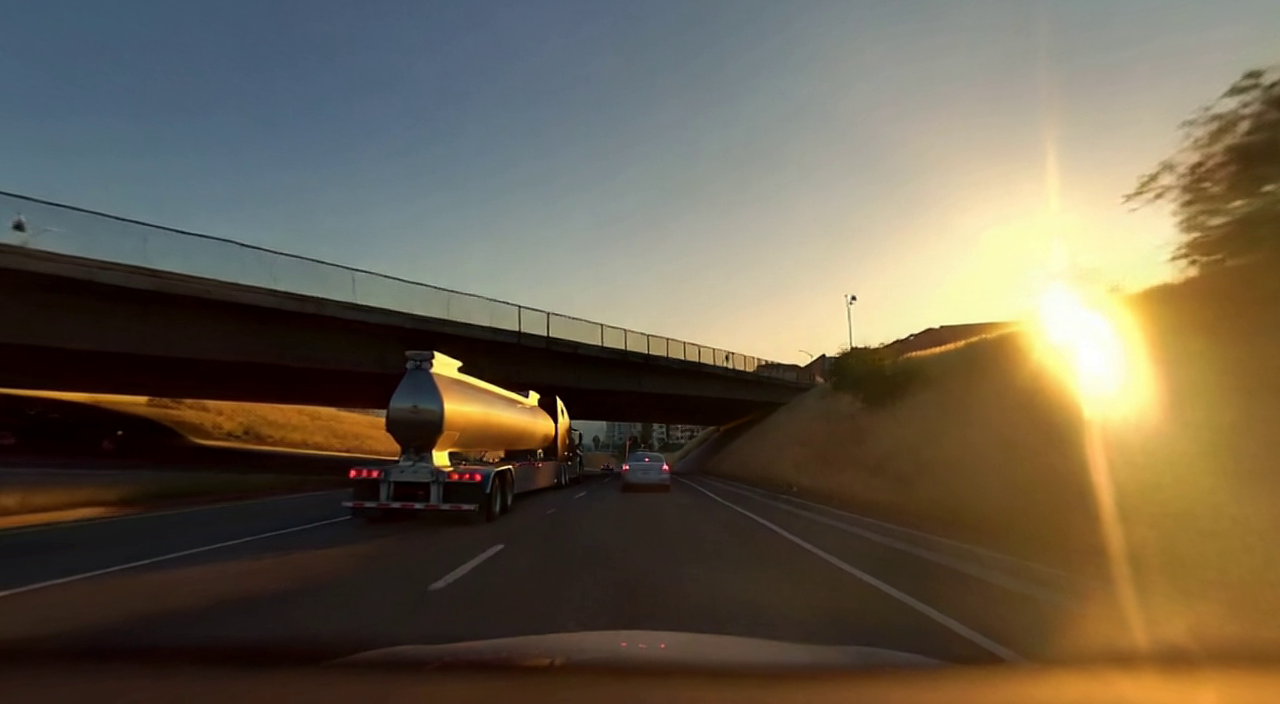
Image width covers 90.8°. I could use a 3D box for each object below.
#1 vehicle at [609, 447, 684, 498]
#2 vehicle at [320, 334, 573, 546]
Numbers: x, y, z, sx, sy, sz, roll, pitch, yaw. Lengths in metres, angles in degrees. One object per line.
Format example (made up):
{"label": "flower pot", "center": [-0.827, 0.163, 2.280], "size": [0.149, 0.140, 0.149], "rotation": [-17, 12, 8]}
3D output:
{"label": "vehicle", "center": [0.158, 3.901, 20.888], "size": [2.215, 1.481, 4.246], "rotation": [0, -9, -1]}
{"label": "vehicle", "center": [-4.014, 2.548, 18.016], "size": [2.896, 3.563, 14.643], "rotation": [0, -9, -1]}
